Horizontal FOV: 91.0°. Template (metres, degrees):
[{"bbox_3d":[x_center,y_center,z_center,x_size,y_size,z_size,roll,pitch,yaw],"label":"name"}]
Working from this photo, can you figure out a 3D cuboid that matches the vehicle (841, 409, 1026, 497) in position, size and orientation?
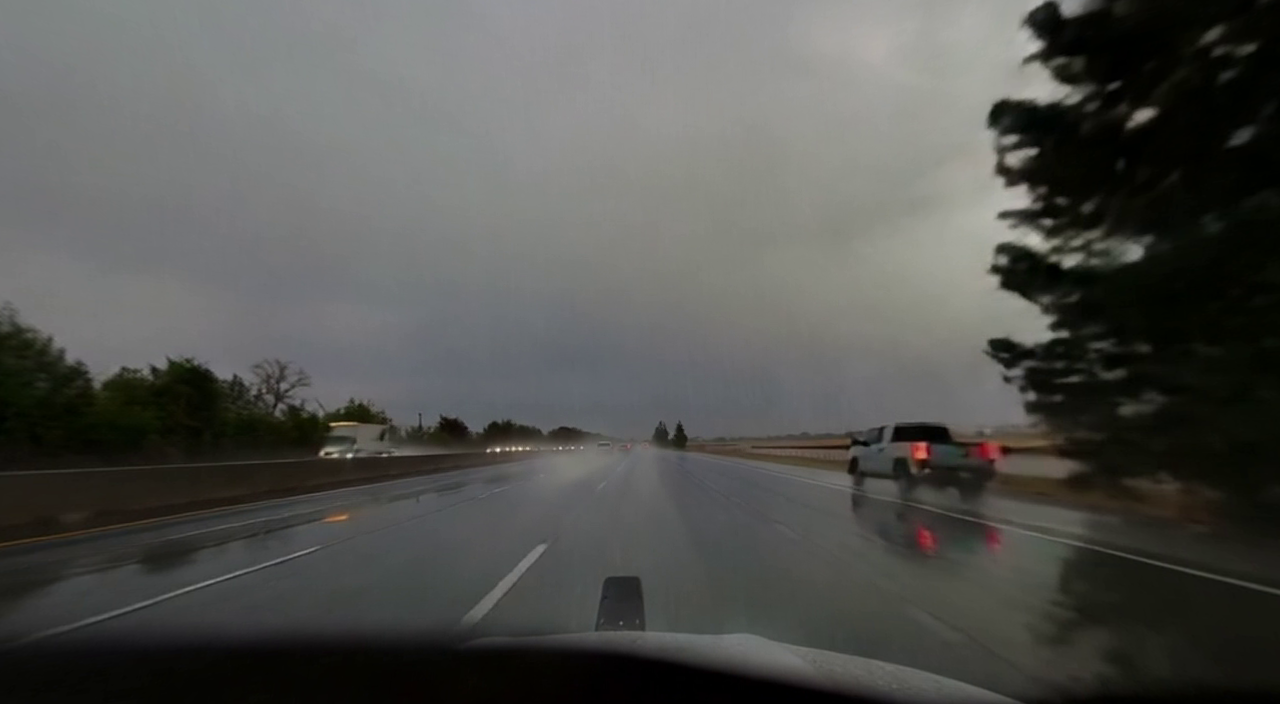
[{"bbox_3d":[8.158,2.919,18.534,2.440,2.132,6.219,0,-9,0],"label":"vehicle"}]
